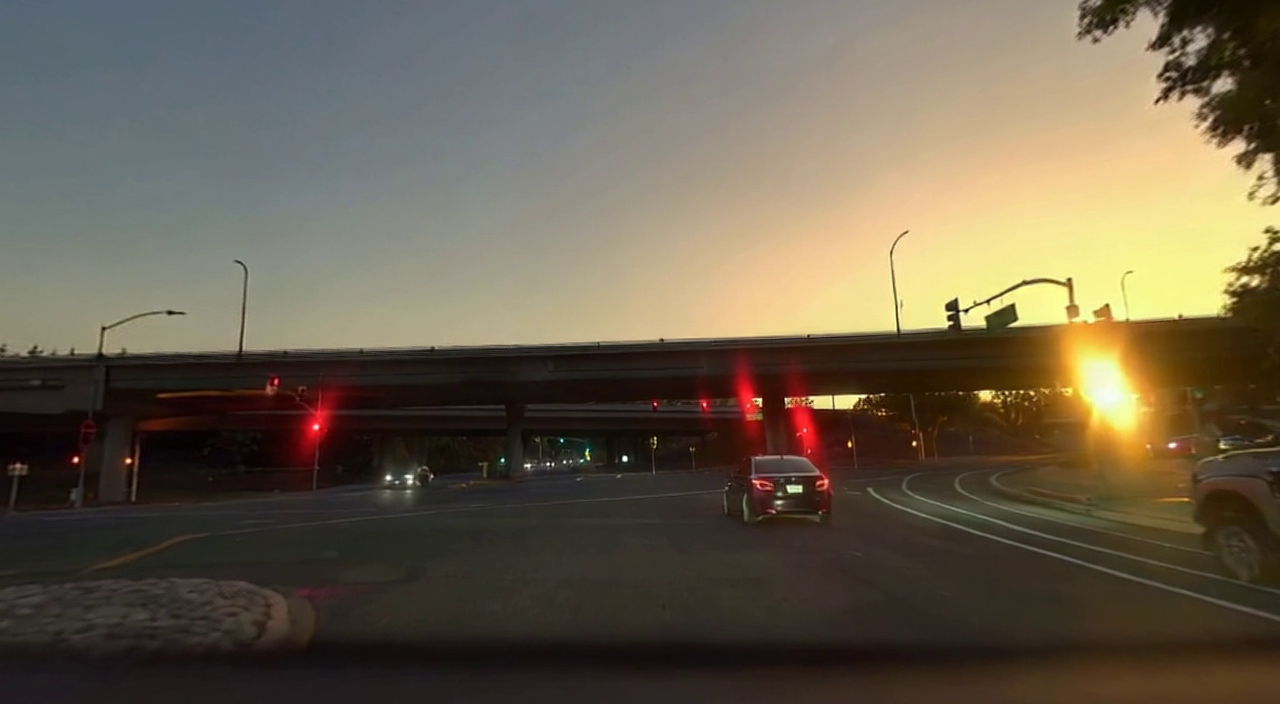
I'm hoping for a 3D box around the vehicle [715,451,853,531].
[{"bbox_3d":[2.921,2.909,13.930,1.909,1.425,4.521,0,-9,-1],"label":"vehicle"}]

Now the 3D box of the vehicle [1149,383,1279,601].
[{"bbox_3d":[6.431,1.004,4.167,2.007,1.828,4.896,0,-9,0],"label":"vehicle"}]

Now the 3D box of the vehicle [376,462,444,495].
[{"bbox_3d":[-13.052,7.168,36.224,2.126,1.506,5.411,-3,-9,-3],"label":"vehicle"}]
